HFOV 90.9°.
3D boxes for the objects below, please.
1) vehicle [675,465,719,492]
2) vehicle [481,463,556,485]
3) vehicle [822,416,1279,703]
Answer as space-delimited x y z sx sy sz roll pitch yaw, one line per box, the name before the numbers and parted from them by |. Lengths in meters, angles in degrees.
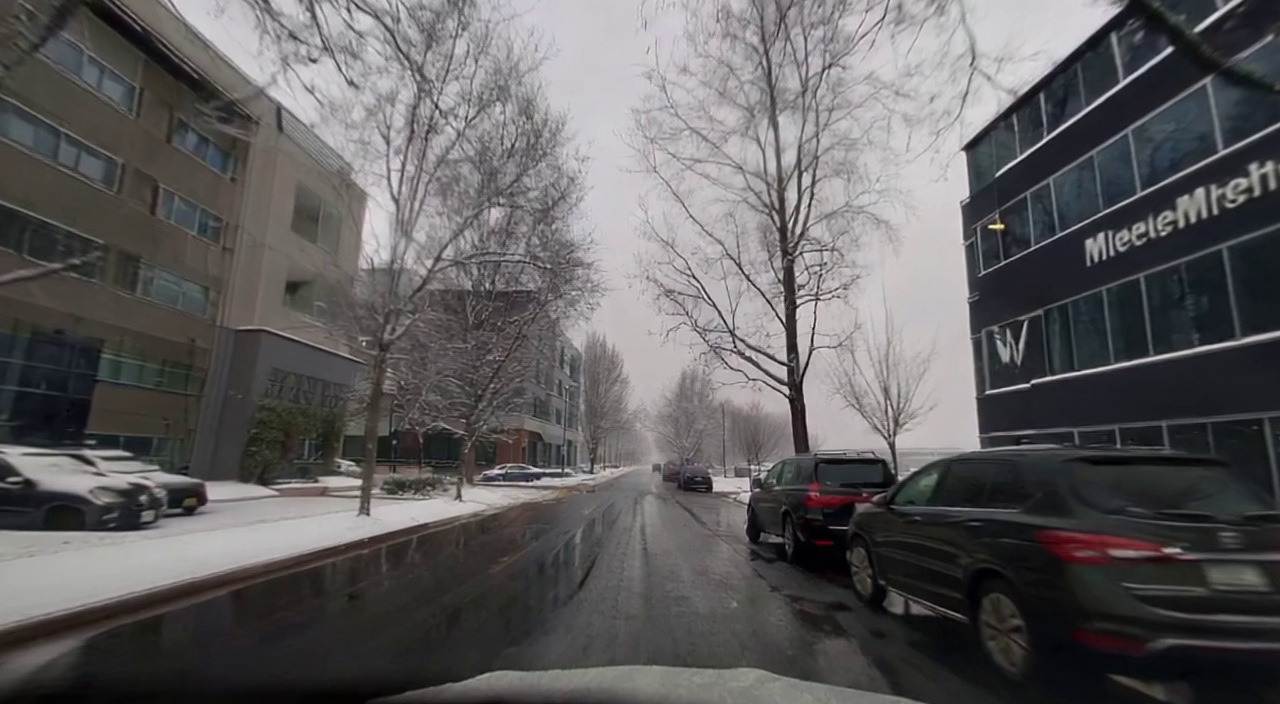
vehicle | 3.214 7.203 36.050 2.073 1.434 3.899 1 -11 -1
vehicle | -8.484 8.539 44.162 4.770 1.448 1.983 9 -13 -37
vehicle | 3.004 1.453 4.935 1.957 1.565 3.657 1 -11 -2
